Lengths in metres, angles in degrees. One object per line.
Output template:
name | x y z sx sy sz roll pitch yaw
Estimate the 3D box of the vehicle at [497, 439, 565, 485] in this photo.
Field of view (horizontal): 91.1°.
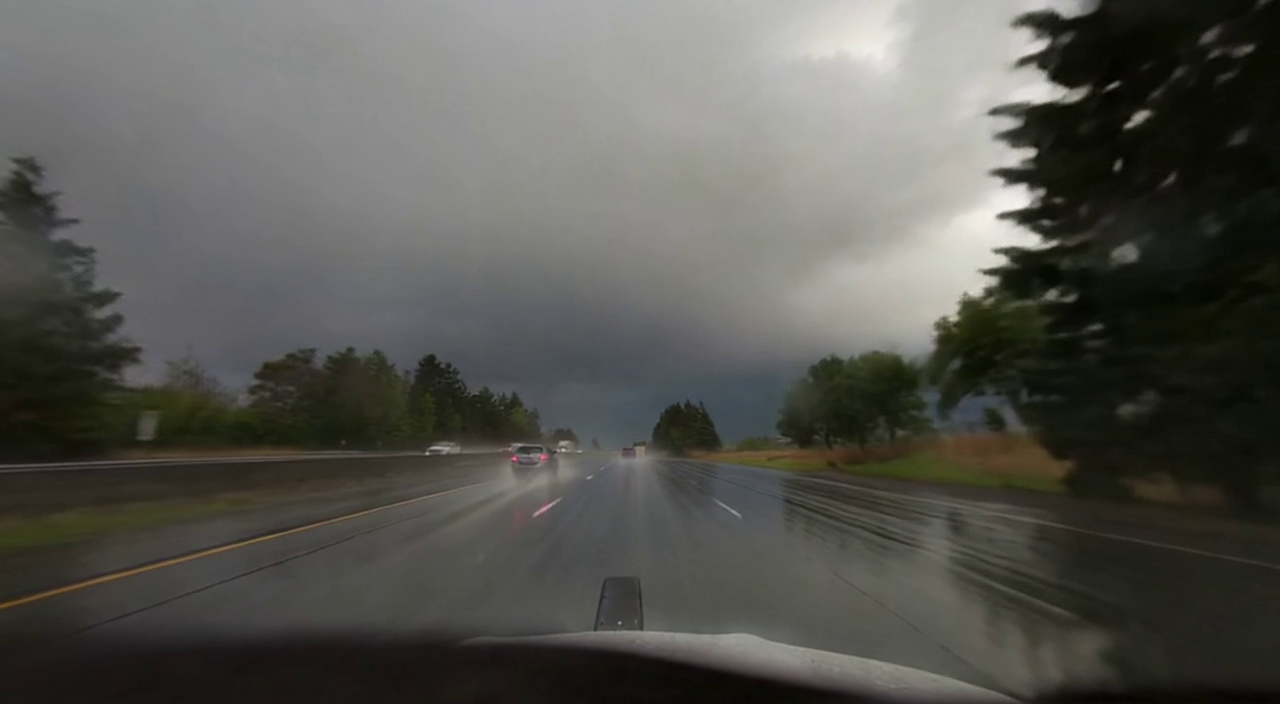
vehicle | -4.498 4.608 26.593 2.111 1.717 4.426 0 -9 -1
